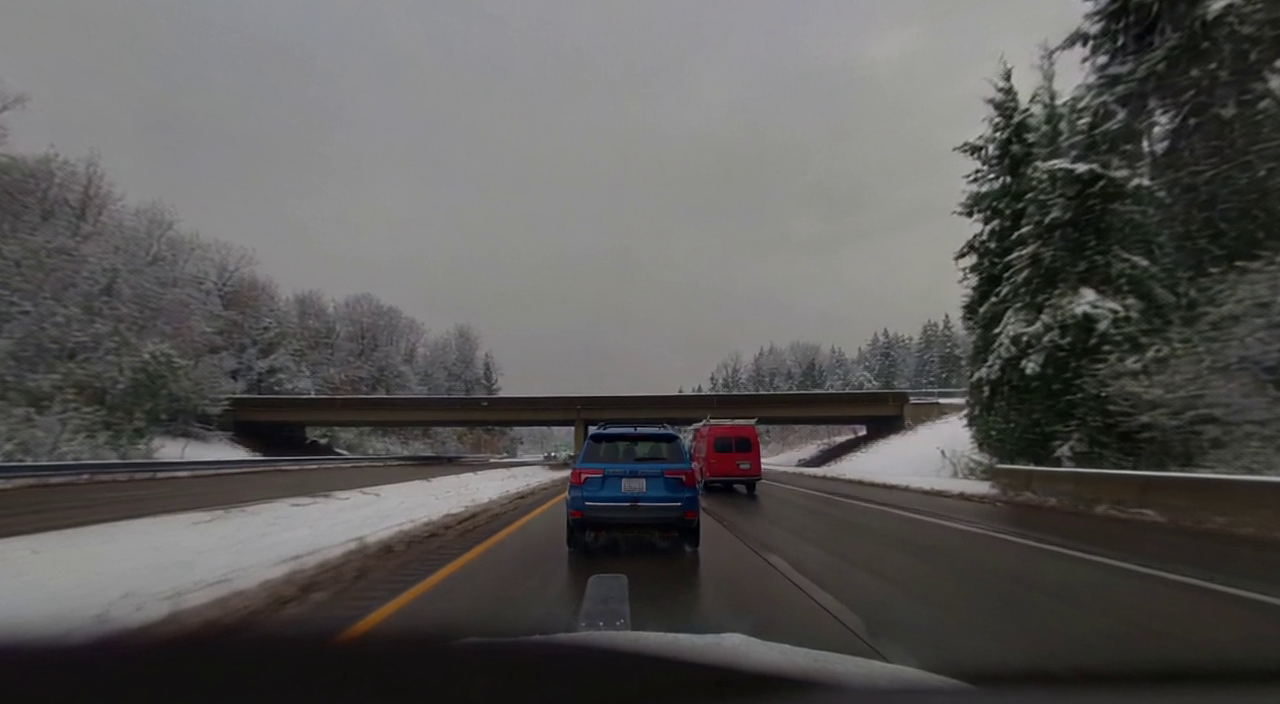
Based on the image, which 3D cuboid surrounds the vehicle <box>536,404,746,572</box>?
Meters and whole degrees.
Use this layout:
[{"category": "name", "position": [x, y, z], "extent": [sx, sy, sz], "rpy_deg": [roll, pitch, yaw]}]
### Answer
[{"category": "vehicle", "position": [0.013, 1.799, 8.989], "extent": [2.288, 1.823, 4.059], "rpy_deg": [0, -9, 0]}]
